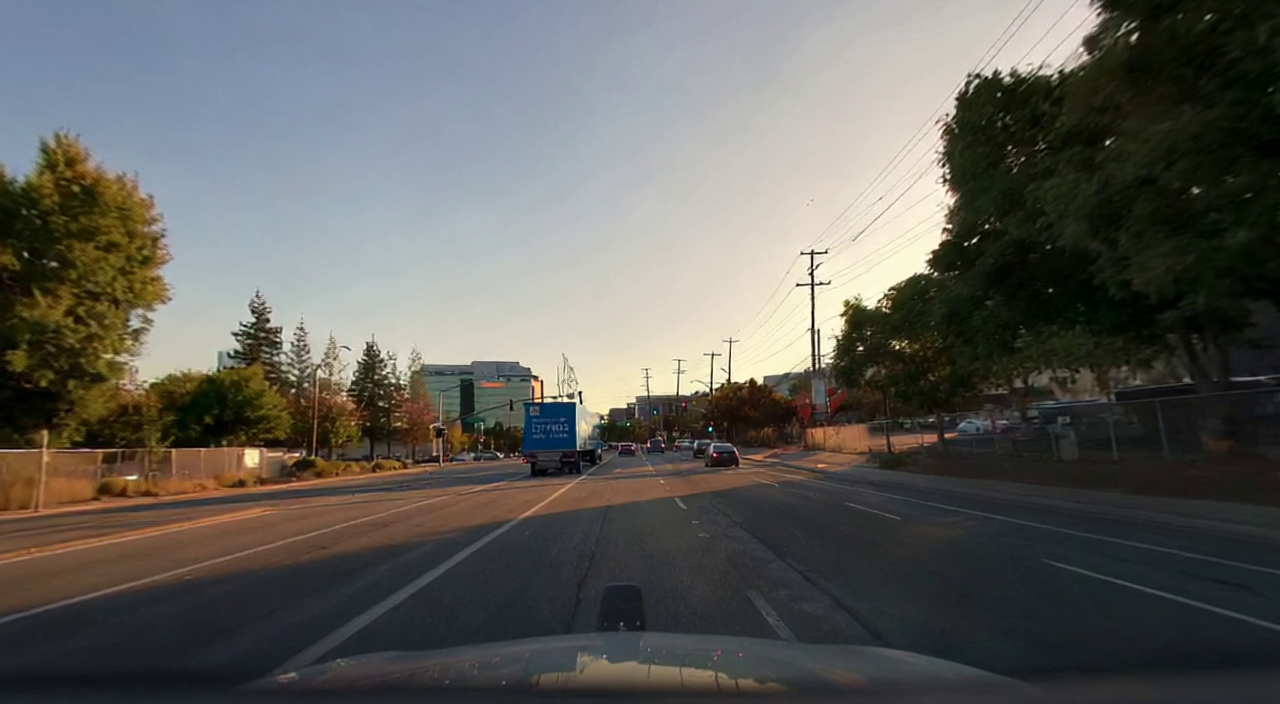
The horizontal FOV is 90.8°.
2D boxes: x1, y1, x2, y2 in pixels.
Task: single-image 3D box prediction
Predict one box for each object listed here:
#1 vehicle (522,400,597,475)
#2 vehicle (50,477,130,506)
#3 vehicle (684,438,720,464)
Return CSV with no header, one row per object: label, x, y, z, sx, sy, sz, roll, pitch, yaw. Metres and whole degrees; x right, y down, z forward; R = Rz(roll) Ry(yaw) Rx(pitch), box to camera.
vehicle,-3.898,4.442,32.670,2.889,3.347,8.285,0,-8,-1
vehicle,-33.867,8.560,39.028,1.715,1.452,3.933,1,-8,-7
vehicle,4.148,6.704,42.972,2.102,1.662,4.533,0,-8,1
